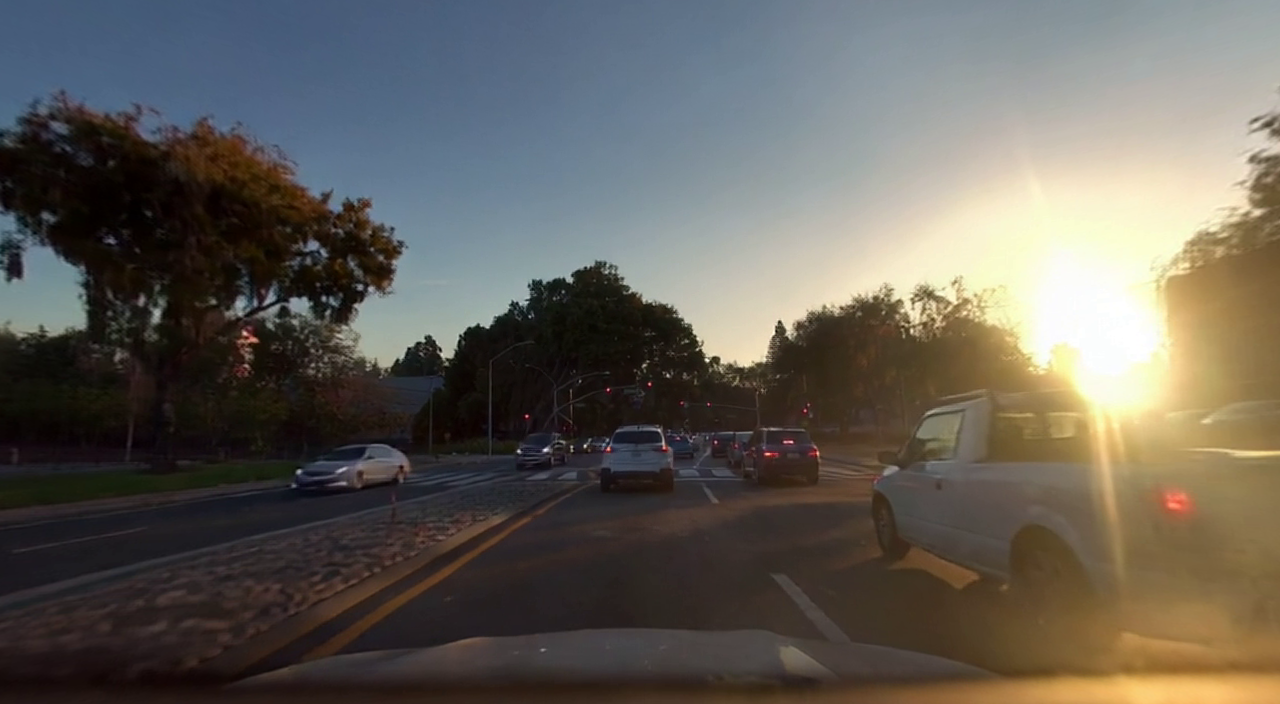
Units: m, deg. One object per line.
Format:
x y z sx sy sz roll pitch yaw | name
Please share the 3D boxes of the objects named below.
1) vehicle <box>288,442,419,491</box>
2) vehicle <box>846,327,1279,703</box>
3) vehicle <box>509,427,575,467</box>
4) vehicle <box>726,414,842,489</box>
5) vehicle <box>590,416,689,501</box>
-9.520 3.805 21.467 1.953 1.476 4.747 -1 -8 4 | vehicle
3.452 1.091 5.107 2.114 1.765 4.647 0 -8 2 | vehicle
-5.360 5.301 35.343 2.355 2.005 5.673 -1 -8 5 | vehicle
3.986 2.920 18.755 2.317 1.857 5.940 0 -8 3 | vehicle
0.117 2.544 15.381 2.113 1.768 3.901 0 -8 4 | vehicle
